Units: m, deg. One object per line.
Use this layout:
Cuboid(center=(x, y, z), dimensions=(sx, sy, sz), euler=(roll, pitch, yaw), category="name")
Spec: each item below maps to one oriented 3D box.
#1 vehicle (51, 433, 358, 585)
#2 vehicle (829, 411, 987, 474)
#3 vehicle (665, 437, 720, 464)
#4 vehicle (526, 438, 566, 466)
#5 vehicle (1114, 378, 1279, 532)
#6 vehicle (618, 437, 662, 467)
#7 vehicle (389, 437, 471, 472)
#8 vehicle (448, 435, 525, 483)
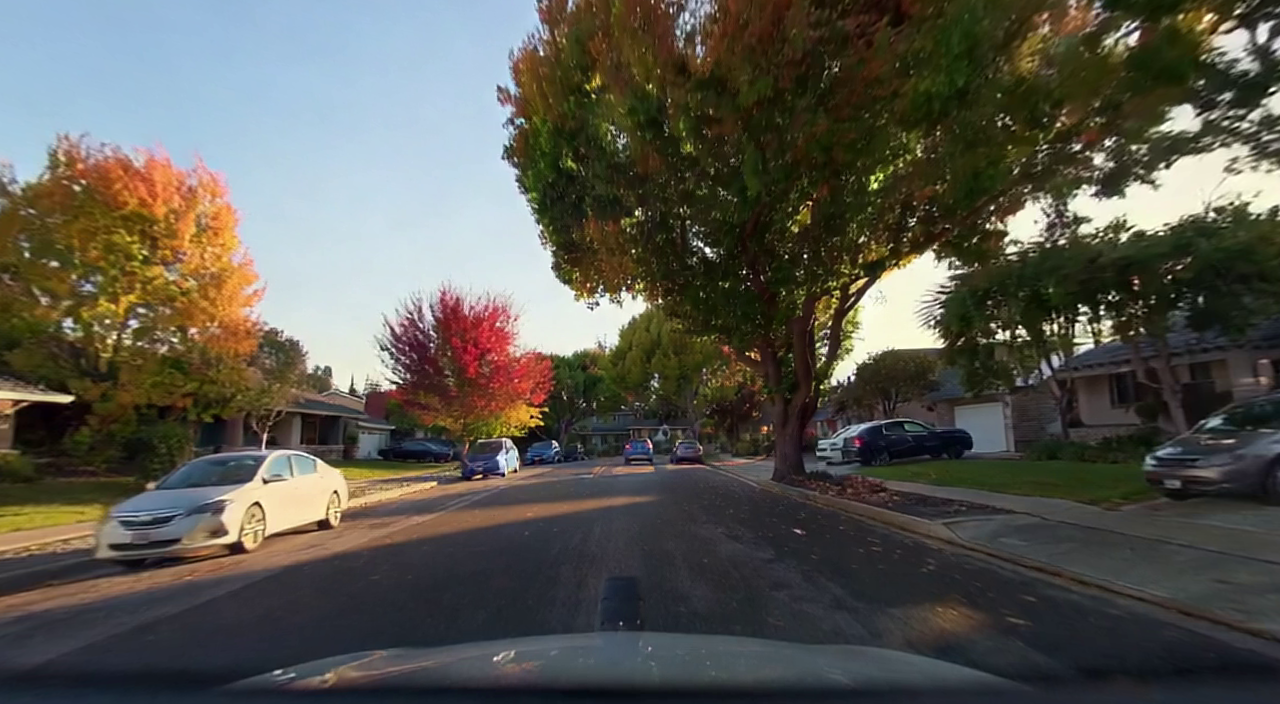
Cuboid(center=(-6.110, 2.133, 9.600), dimensions=(2.007, 1.662, 3.951), euler=(-2, -7, -2), category="vehicle")
Cuboid(center=(9.868, 3.354, 23.516), dimensions=(4.813, 1.914, 2.041), euler=(-3, -9, -4), category="vehicle")
Cuboid(center=(3.083, 5.934, 38.078), dimensions=(2.429, 1.502, 4.474), euler=(1, -9, -7), category="vehicle")
Cuboid(center=(-6.743, 7.273, 45.853), dimensions=(2.235, 1.851, 4.662), euler=(-2, -9, -1), category="vehicle")
Cuboid(center=(10.071, 1.270, 8.932), dimensions=(4.908, 1.846, 2.143), euler=(-4, -9, -2), category="vehicle")
Cuboid(center=(-0.080, 5.273, 33.494), dimensions=(2.192, 1.474, 4.192), euler=(0, -9, -2), category="vehicle")
Cuboid(center=(-12.953, 6.337, 39.149), dimensions=(4.461, 1.717, 1.936), euler=(-4, -7, -5), category="vehicle")
Cuboid(center=(-6.533, 4.562, 27.426), dimensions=(2.254, 1.773, 4.795), euler=(-2, -7, -2), category="vehicle")
